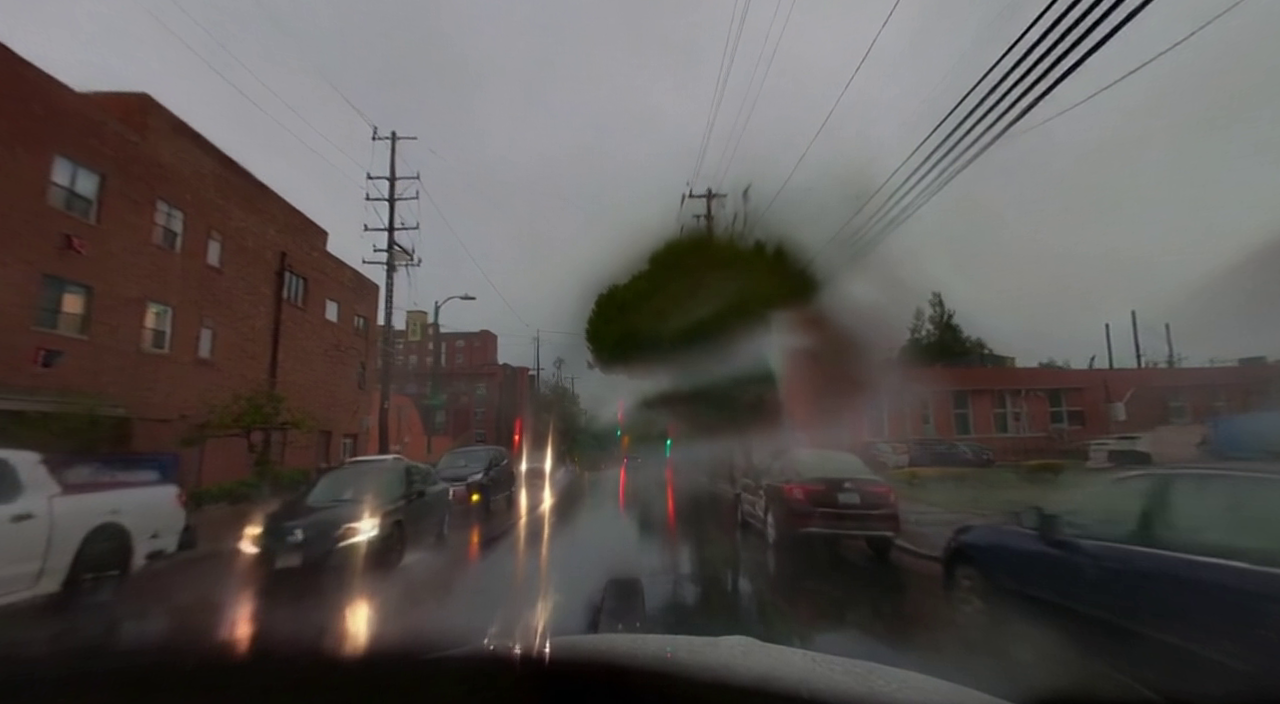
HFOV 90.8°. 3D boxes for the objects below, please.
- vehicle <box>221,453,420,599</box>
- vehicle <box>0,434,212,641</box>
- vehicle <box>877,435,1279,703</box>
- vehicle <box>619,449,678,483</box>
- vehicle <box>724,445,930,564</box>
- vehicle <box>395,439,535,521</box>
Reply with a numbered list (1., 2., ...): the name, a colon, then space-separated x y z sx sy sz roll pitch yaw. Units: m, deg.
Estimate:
1. vehicle: -4.916 2.287 9.423 1.994 1.510 4.802 5 -10 -32
2. vehicle: -7.001 1.712 5.812 2.263 1.882 5.706 0 -9 -2
3. vehicle: 3.142 1.174 3.142 1.946 1.474 4.710 0 -9 -2
4. vehicle: 0.547 6.266 35.152 2.059 1.736 3.994 -4 -9 21
5. vehicle: 2.733 2.330 10.492 1.913 1.509 4.436 0 -9 -2
6. vehicle: -4.416 3.306 16.921 2.236 1.834 4.743 -1 -9 2
